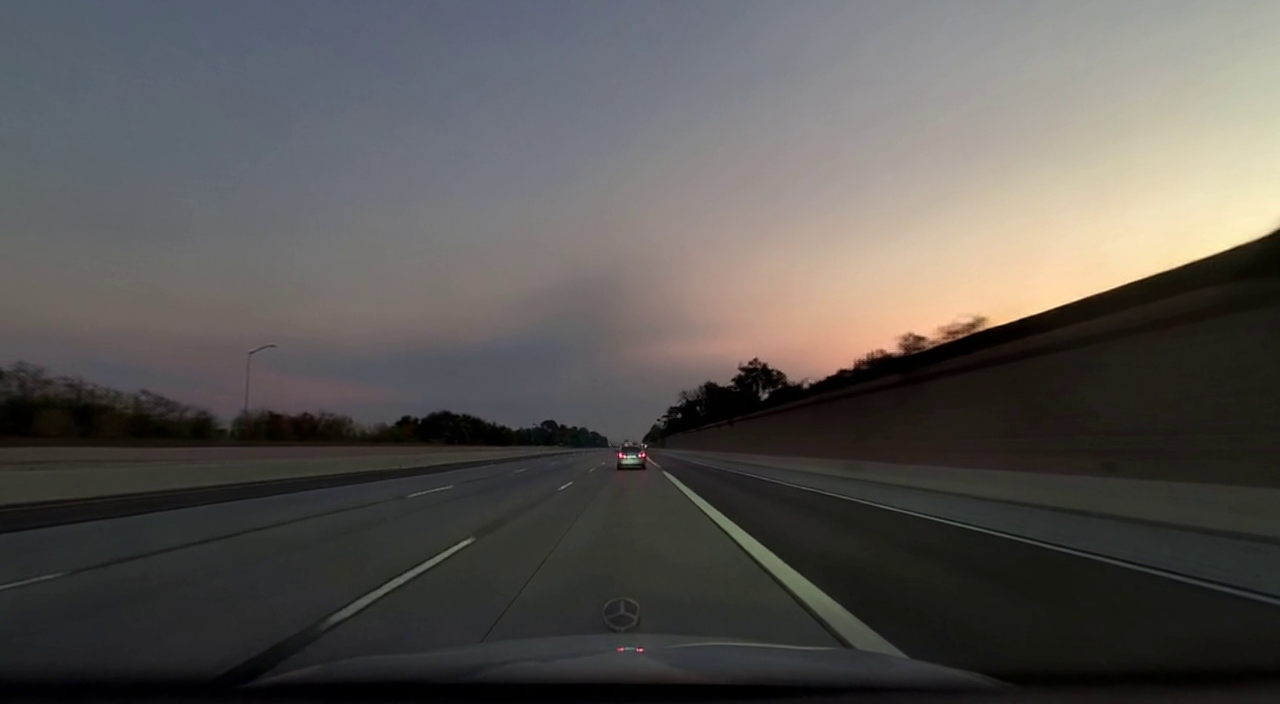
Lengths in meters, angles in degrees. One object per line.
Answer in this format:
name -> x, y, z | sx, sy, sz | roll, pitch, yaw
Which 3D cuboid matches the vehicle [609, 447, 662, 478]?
vehicle -> -0.277, 5.439, 31.252 | 2.398, 1.336, 5.698 | 0, -9, -1
